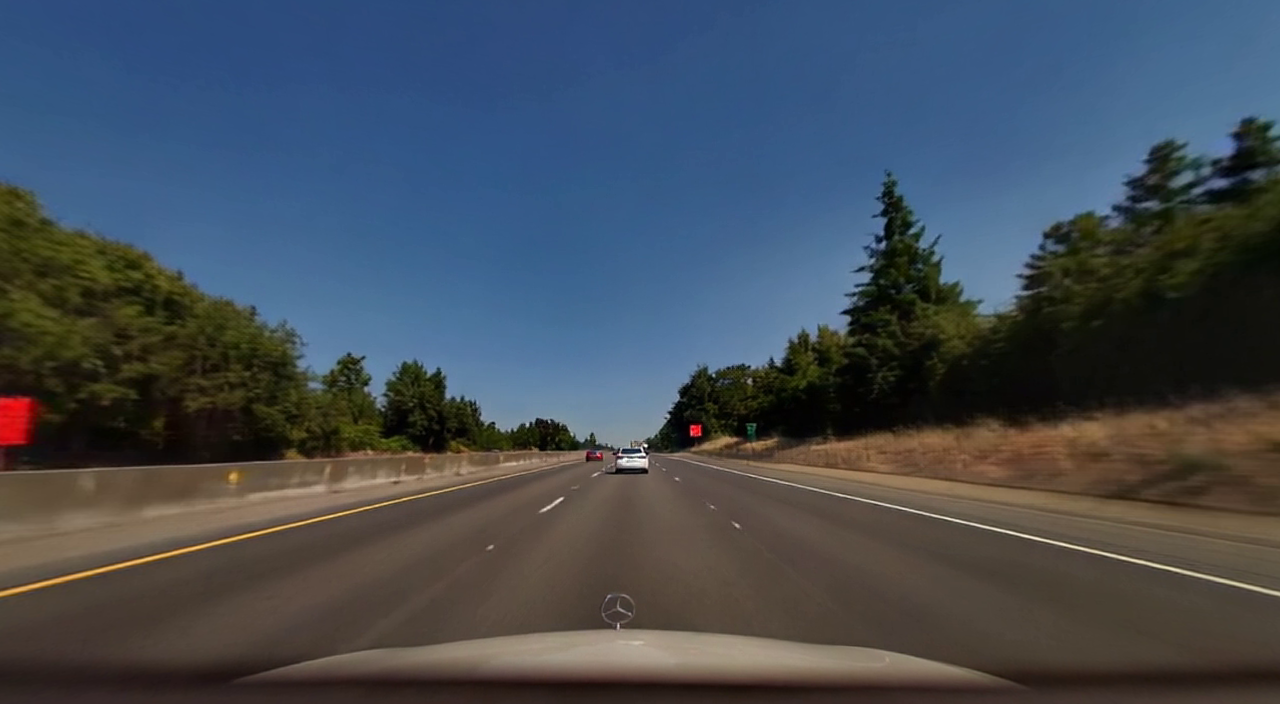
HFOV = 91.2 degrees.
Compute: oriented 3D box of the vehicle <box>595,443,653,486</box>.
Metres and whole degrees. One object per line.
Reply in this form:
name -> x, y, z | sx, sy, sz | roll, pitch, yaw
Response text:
vehicle -> -0.579, 4.277, 24.129 | 2.066, 1.490, 3.759 | -1, -9, 0
